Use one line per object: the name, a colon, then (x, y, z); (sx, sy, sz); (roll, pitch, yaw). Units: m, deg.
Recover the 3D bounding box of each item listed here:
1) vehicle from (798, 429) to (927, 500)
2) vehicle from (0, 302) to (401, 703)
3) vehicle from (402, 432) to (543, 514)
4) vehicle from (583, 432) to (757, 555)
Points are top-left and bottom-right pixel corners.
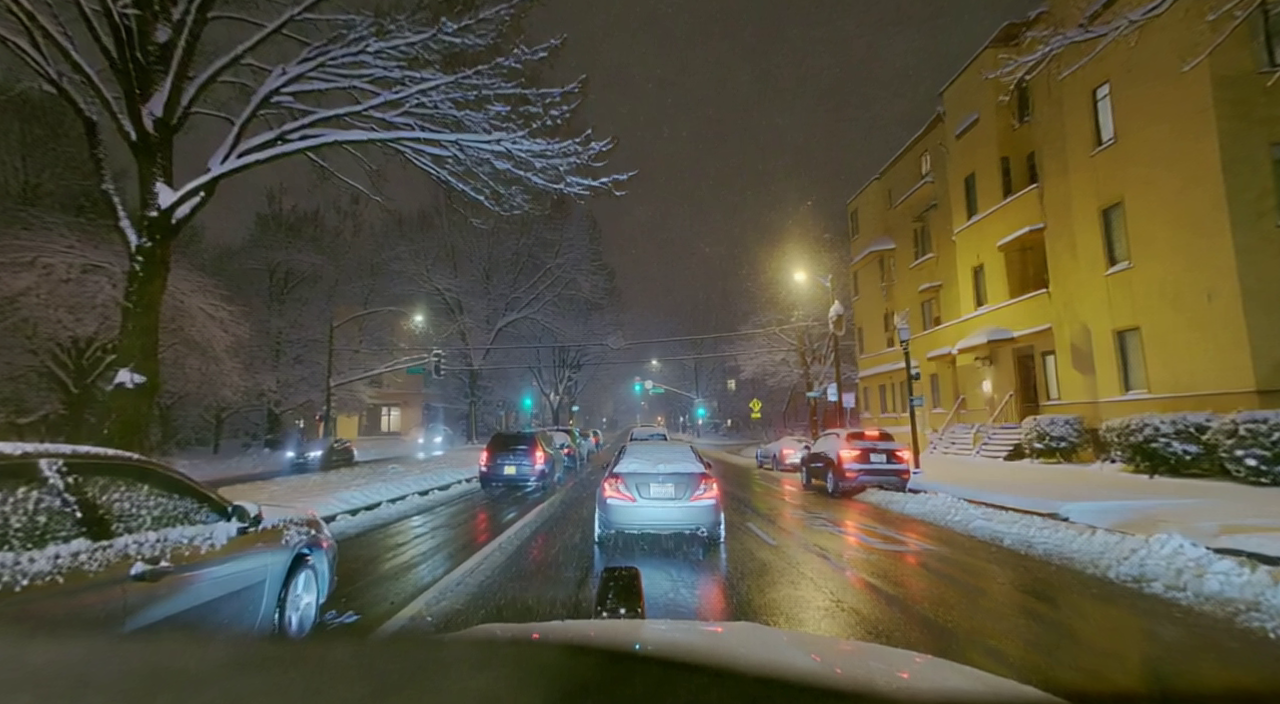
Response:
vehicle: (6.335, 3.251, 18.661); (2.025, 1.808, 4.579); (0, -9, -2)
vehicle: (-3.269, 0.932, 3.398); (2.152, 1.802, 4.628); (0, -9, 0)
vehicle: (-3.508, 2.616, 14.204); (1.901, 1.522, 4.556); (0, -9, 0)
vehicle: (0.270, 1.991, 9.574); (2.095, 1.438, 3.843); (0, -9, -3)
